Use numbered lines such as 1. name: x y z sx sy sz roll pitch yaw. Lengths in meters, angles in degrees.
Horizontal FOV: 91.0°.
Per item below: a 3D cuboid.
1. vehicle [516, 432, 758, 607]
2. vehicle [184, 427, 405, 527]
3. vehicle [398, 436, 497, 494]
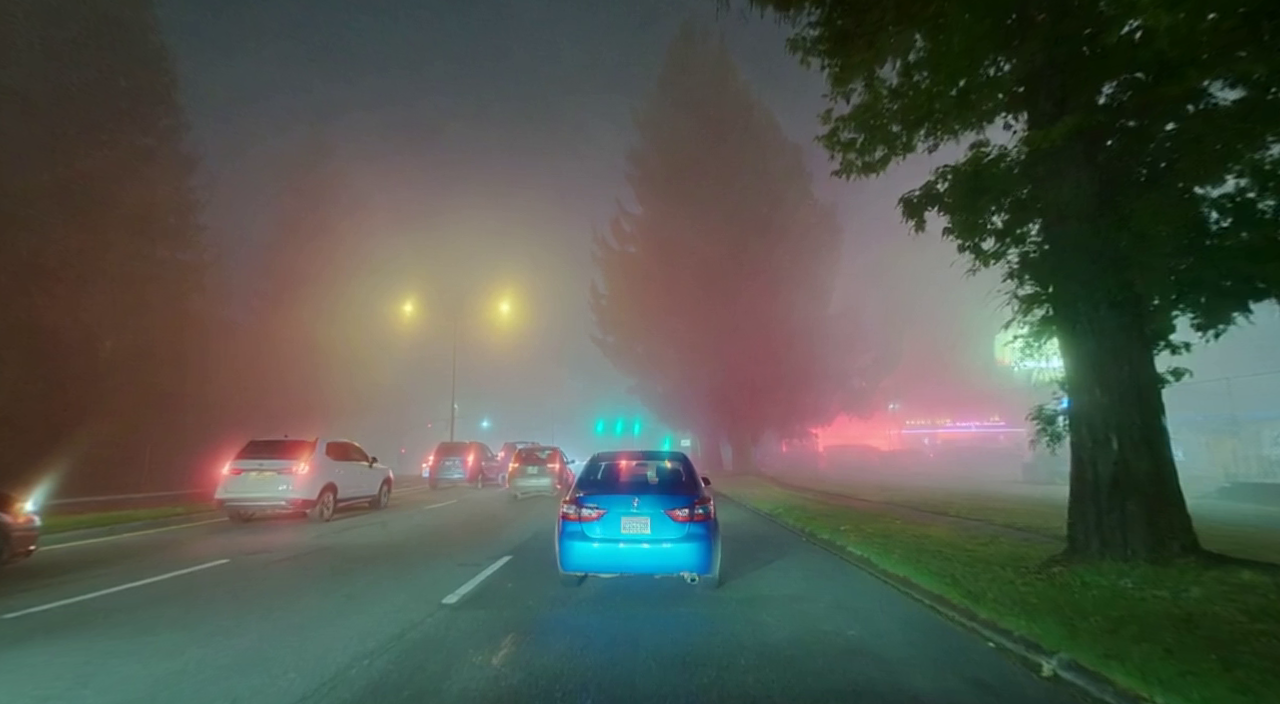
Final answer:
1. vehicle: 0.011 1.751 7.493 2.091 1.494 3.962 0 -9 1
2. vehicle: -6.998 2.564 13.502 2.032 1.767 4.549 0 -9 2
3. vehicle: -6.897 4.097 23.146 2.130 1.900 4.470 0 -9 1
